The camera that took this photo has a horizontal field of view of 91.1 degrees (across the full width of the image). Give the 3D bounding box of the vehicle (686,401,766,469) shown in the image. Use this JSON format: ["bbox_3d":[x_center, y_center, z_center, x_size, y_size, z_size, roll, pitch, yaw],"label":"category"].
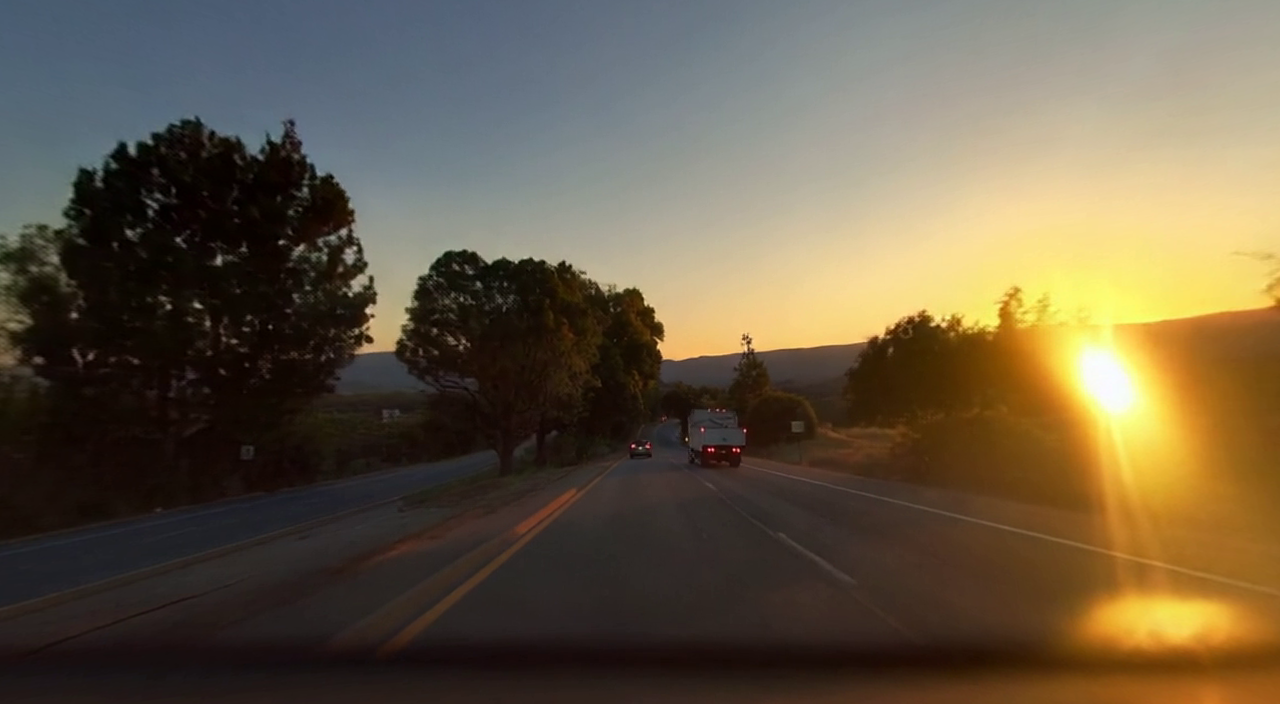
[{"bbox_3d":[4.361,4.534,33.755,3.015,3.211,7.982,0,-9,-1],"label":"vehicle"}]

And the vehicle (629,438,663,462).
[{"bbox_3d":[0.412,6.673,42.917,2.170,1.544,4.373,0,-9,0],"label":"vehicle"}]
